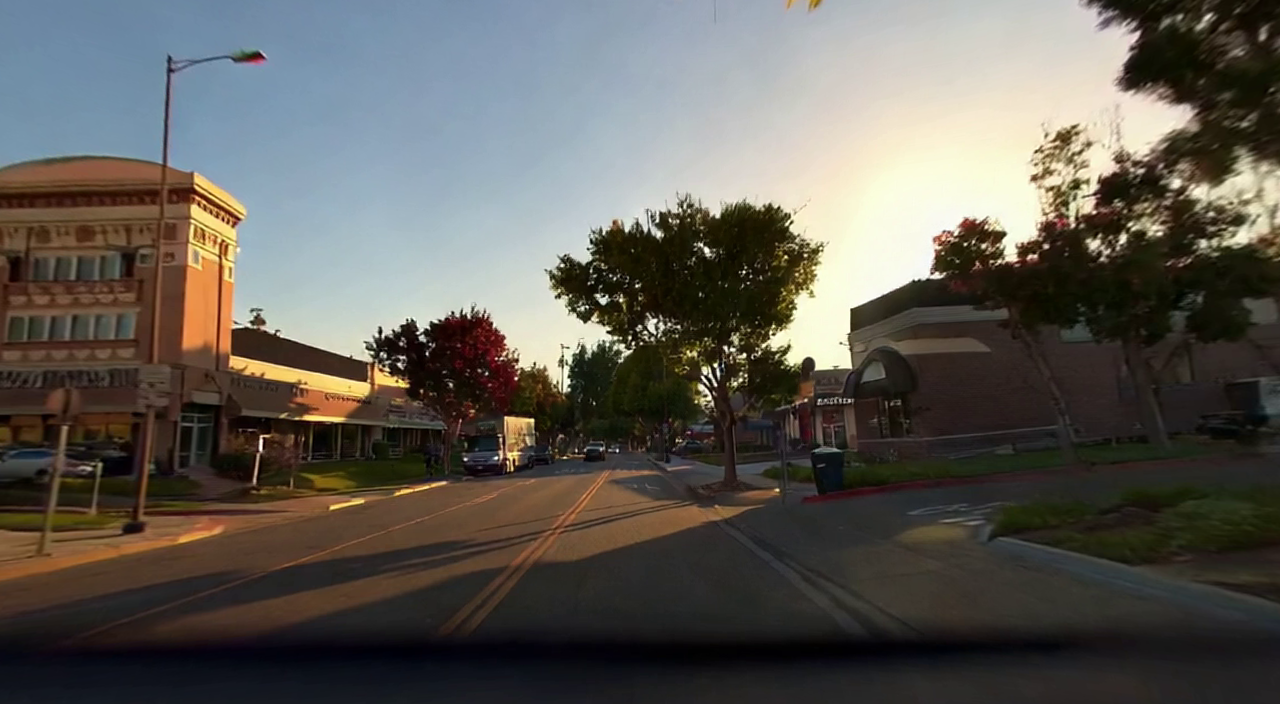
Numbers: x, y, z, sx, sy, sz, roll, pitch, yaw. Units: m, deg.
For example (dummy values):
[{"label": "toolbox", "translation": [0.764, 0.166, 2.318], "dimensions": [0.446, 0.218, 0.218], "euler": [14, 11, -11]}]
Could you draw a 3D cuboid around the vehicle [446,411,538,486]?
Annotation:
[{"label": "vehicle", "translation": [-9.040, 5.889, 40.171], "dimensions": [2.986, 3.768, 11.697], "euler": [-6, -6, -1]}]

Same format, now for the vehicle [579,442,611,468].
[{"label": "vehicle", "translation": [-3.393, 7.801, 48.061], "dimensions": [2.118, 1.864, 4.640], "euler": [0, -9, -1]}]
